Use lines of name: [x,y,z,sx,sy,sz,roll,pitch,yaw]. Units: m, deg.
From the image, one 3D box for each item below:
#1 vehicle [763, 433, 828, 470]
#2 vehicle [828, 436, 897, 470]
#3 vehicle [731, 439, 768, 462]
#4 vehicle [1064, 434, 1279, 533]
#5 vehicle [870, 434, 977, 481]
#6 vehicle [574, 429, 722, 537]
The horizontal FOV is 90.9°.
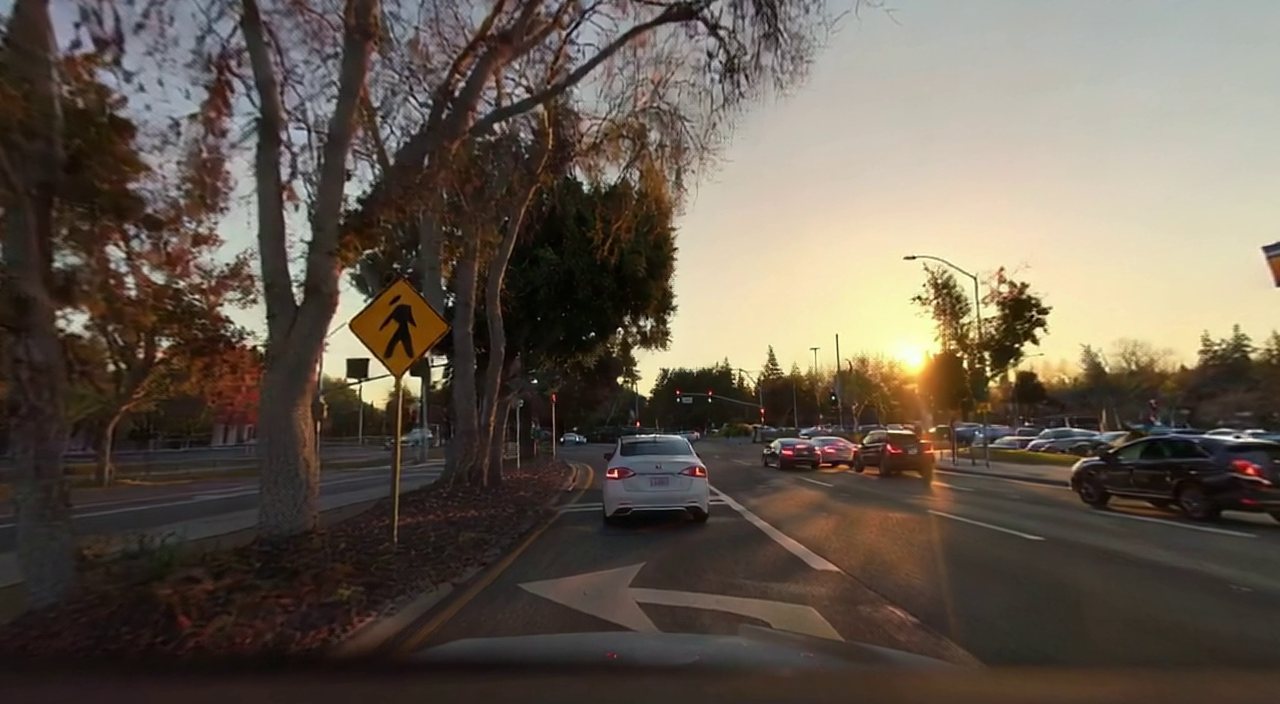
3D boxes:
vehicle: [7.695,4.954,31.596,1.991,1.695,4.357,0,-9,-2]
vehicle: [11.173,5.091,31.999,1.846,1.595,4.409,0,-9,-1]
vehicle: [7.275,6.595,42.256,1.716,1.400,3.921,0,-9,-1]
vehicle: [10.596,2.345,11.918,1.880,1.472,4.694,0,-9,0]
vehicle: [10.680,4.009,24.193,1.976,1.584,4.516,0,-9,0]
vehicle: [0.073,2.127,10.822,2.032,1.461,4.173,0,-9,-1]
